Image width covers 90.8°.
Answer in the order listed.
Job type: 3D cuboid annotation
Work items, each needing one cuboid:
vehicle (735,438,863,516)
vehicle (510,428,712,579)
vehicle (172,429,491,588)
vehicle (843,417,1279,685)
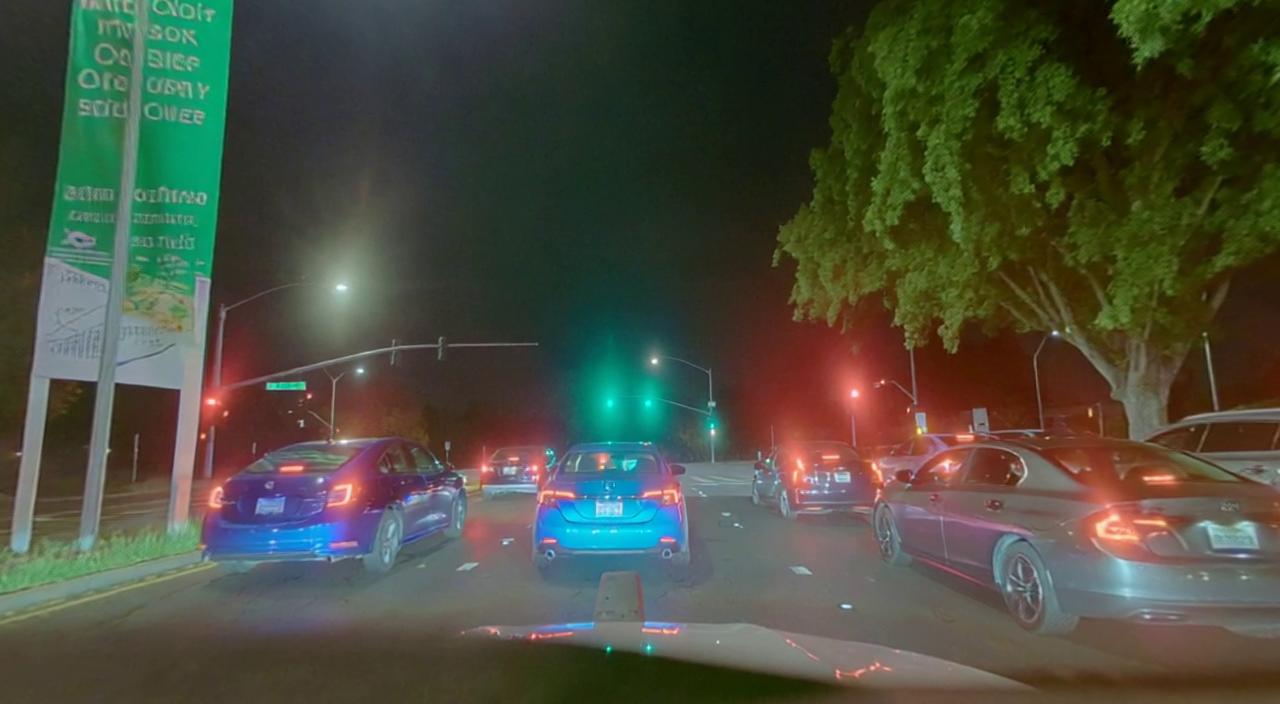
[{"bbox_3d":[3.404,2.737,14.339,1.852,1.498,3.825,0,-9,-1],"label":"vehicle"},{"bbox_3d":[-0.315,1.784,8.174,1.994,1.479,3.647,0,-9,-1],"label":"vehicle"},{"bbox_3d":[-3.370,1.770,8.005,1.929,1.457,4.136,0,-9,0],"label":"vehicle"},{"bbox_3d":[3.596,1.439,5.802,1.953,1.471,4.470,0,-9,0],"label":"vehicle"}]
